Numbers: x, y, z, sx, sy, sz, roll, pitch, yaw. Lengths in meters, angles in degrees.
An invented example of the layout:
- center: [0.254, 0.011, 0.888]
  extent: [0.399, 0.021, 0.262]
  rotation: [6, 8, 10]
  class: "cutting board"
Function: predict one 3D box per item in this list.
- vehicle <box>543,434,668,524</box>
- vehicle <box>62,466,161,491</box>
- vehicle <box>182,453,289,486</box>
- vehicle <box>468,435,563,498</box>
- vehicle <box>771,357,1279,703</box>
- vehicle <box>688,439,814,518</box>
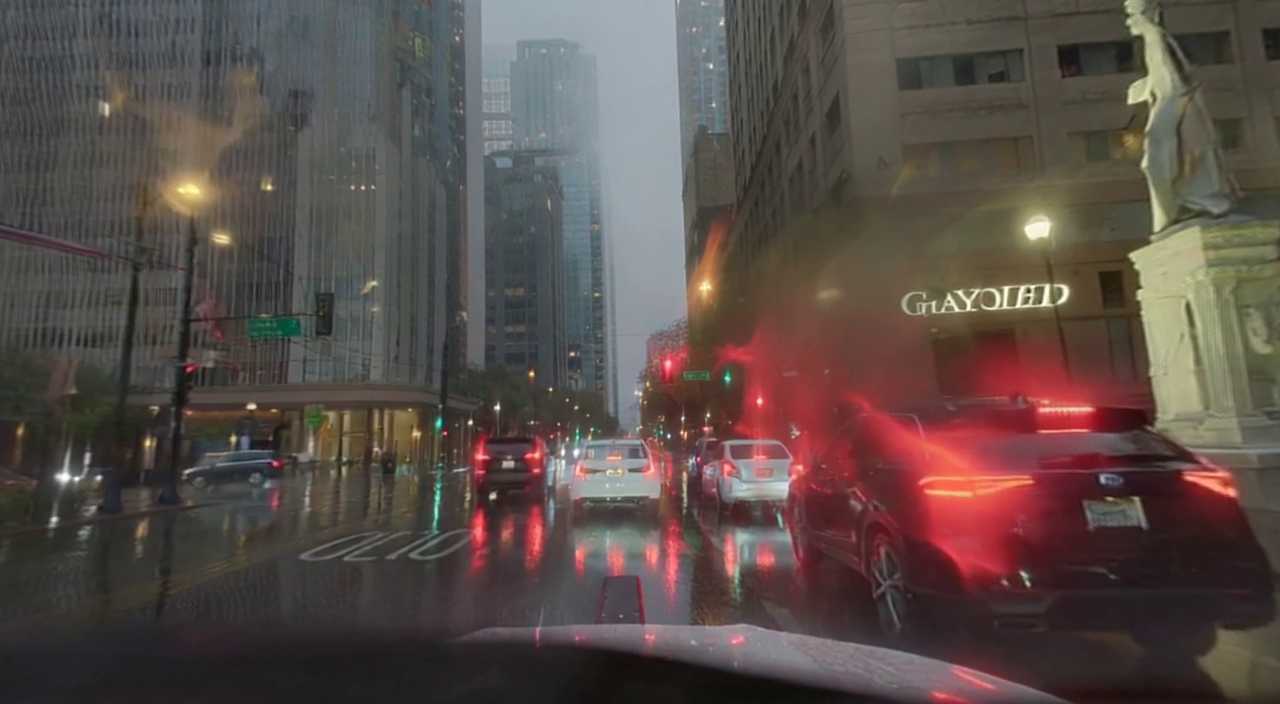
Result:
- center: [-0.610, 2.443, 12.700]
  extent: [2.096, 1.492, 4.071]
  rotation: [0, -9, -1]
  class: "vehicle"
- center: [-32.308, 7.722, 38.681]
  extent: [4.392, 1.427, 1.764]
  rotation: [0, -9, -1]
  class: "vehicle"
- center: [-22.954, 6.647, 36.044]
  extent: [4.612, 1.752, 1.953]
  rotation: [2, -9, -15]
  class: "vehicle"
- center: [-3.573, 3.388, 19.143]
  extent: [2.045, 1.633, 4.864]
  rotation: [0, -9, -2]
  class: "vehicle"
- center: [2.647, 1.234, 5.282]
  extent: [2.096, 1.775, 4.440]
  rotation: [0, -9, -1]
  class: "vehicle"
- center: [2.243, 2.701, 14.047]
  extent: [1.943, 1.449, 4.202]
  rotation: [0, -9, -1]
  class: "vehicle"
